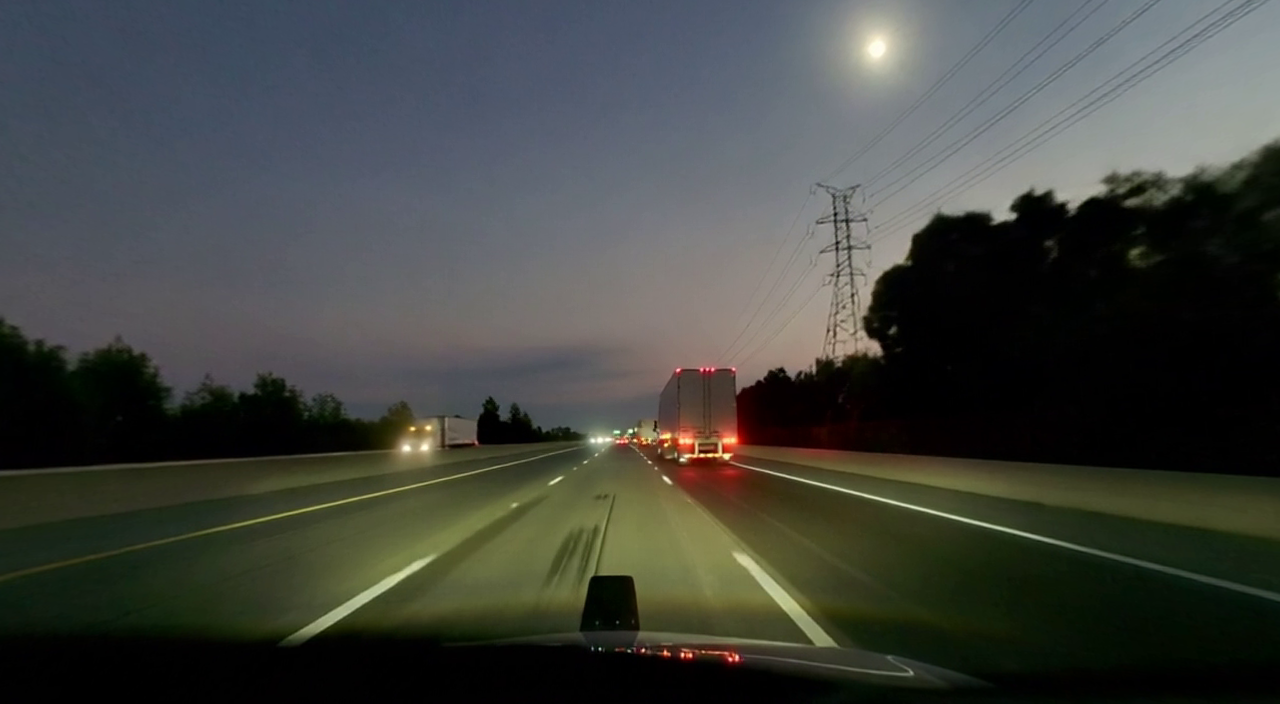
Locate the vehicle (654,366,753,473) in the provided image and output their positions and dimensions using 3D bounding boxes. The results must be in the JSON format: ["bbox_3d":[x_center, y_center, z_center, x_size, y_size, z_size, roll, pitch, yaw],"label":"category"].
[{"bbox_3d":[2.579,3.542,31.326,2.905,4.080,14.157,0,-8,-2],"label":"vehicle"}]
